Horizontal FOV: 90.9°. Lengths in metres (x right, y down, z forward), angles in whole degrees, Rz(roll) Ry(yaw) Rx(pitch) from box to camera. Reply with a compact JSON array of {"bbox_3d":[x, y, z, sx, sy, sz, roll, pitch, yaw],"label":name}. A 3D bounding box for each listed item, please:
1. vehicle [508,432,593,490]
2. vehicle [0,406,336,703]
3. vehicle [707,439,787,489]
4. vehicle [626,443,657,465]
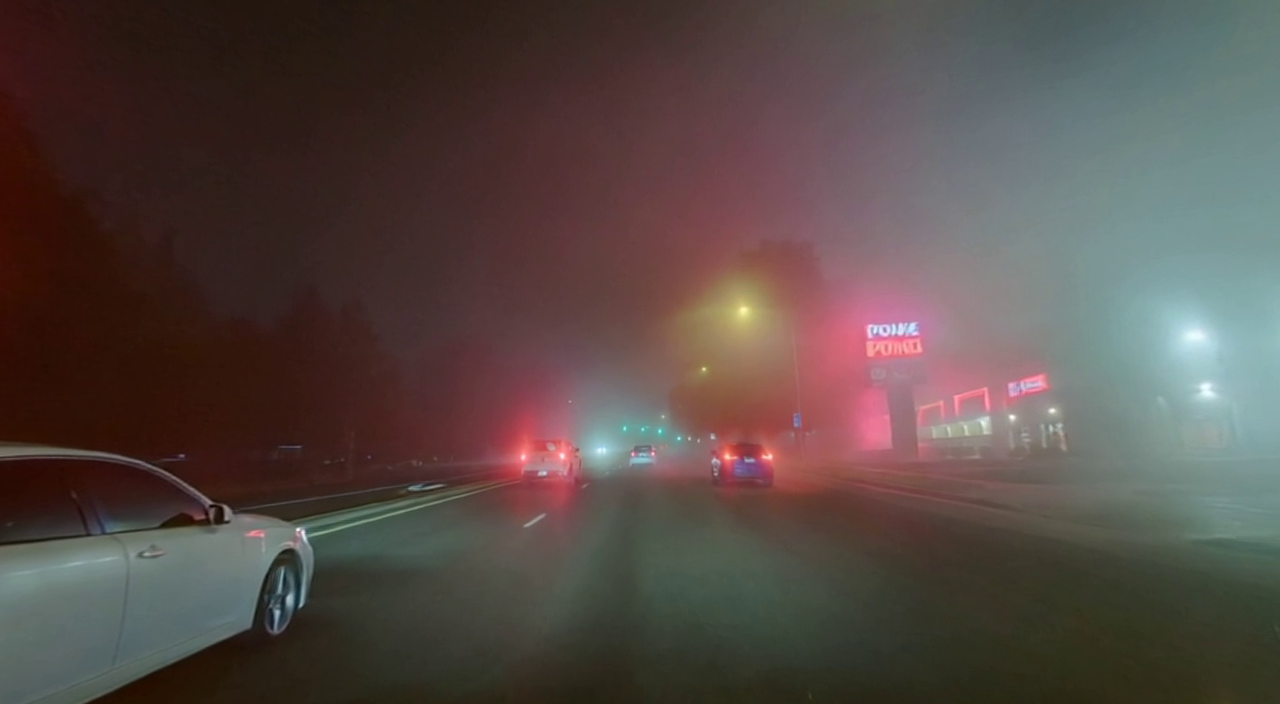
[{"bbox_3d":[-2.938,3.714,21.876,2.193,1.788,4.603,0,-8,1],"label":"vehicle"},{"bbox_3d":[-3.242,0.926,2.182,1.956,1.460,4.802,0,-8,0],"label":"vehicle"},{"bbox_3d":[3.461,3.699,21.213,1.904,1.490,4.299,0,-8,-1],"label":"vehicle"},{"bbox_3d":[0.116,7.148,44.230,2.069,1.445,3.965,0,-8,0],"label":"vehicle"}]
